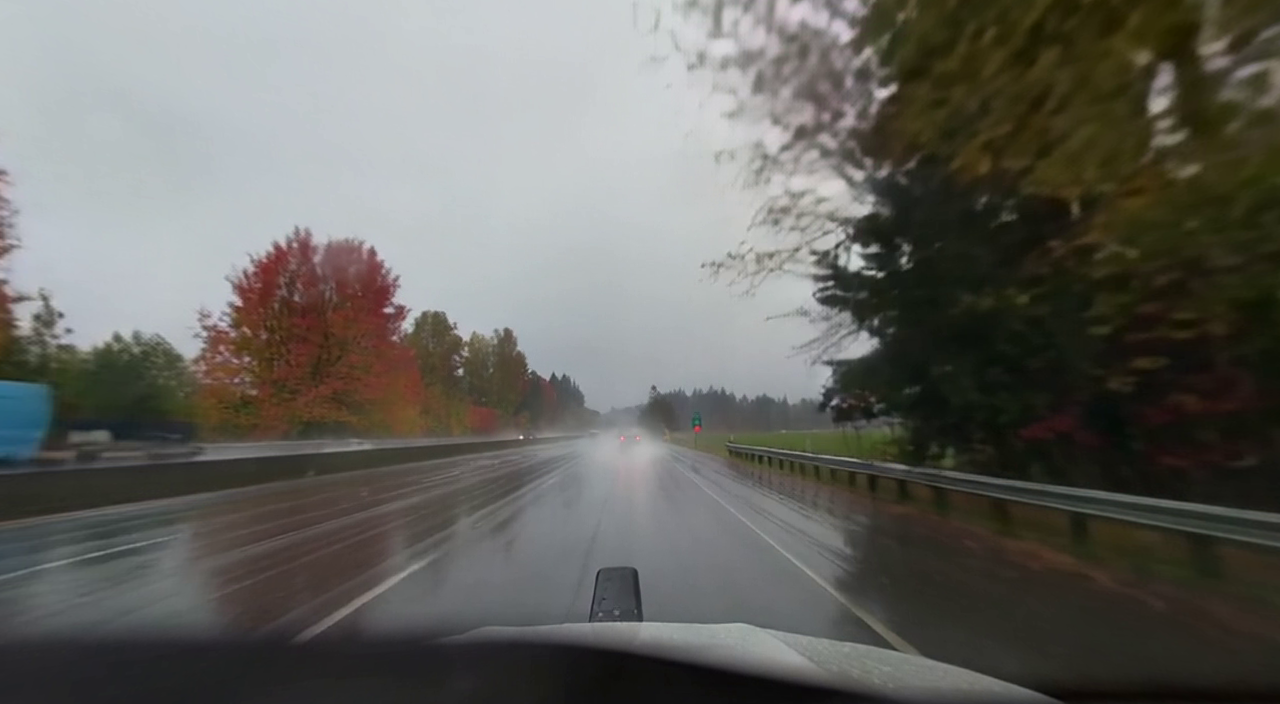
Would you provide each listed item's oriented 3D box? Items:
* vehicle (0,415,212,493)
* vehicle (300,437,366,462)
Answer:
[{"bbox_3d":[-25.071,4.416,28.070,2.823,2.845,13.346,0,-8,-1],"label":"vehicle"},{"bbox_3d":[-20.916,6.636,43.063,2.053,1.552,4.961,0,-8,0],"label":"vehicle"}]
